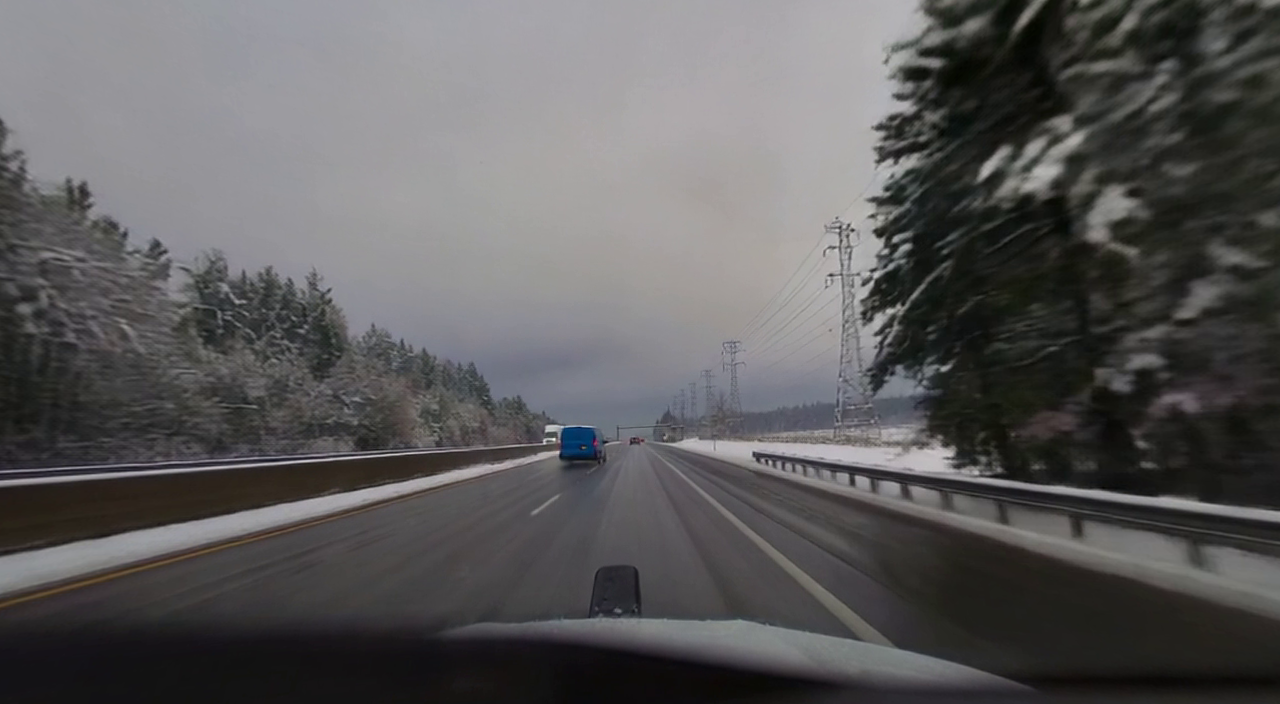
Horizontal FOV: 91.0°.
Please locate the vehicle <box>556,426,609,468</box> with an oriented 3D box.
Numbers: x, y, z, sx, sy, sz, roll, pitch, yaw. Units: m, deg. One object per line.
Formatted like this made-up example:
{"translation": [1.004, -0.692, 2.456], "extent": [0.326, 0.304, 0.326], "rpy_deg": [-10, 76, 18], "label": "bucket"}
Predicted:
{"translation": [-2.656, 4.531, 30.187], "extent": [2.041, 1.856, 4.353], "rpy_deg": [0, -8, 1], "label": "vehicle"}
